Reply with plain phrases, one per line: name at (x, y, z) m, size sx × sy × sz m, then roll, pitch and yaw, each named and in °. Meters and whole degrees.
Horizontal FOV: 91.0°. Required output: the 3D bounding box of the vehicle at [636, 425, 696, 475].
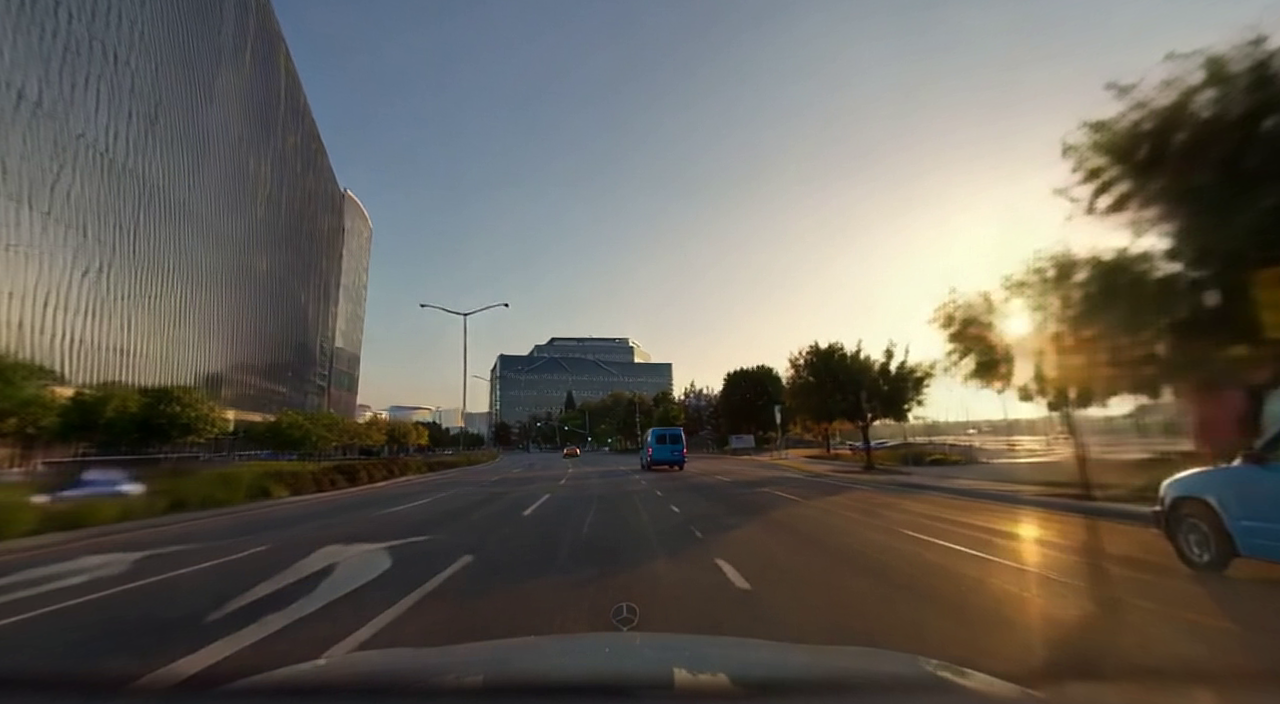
vehicle at (1.186, 4.830, 31.284) m, size 2.339 × 2.244 × 4.817 m, roll 1°, pitch -8°, yaw -6°

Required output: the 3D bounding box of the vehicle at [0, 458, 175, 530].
vehicle at (-14.565, 3.515, 16.147) m, size 1.893 × 1.447 × 4.581 m, roll 0°, pitch -8°, yaw -3°

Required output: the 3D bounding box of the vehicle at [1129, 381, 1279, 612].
vehicle at (5.847, 0.964, 3.894) m, size 1.992 × 1.726 × 4.434 m, roll 0°, pitch -8°, yaw -1°
